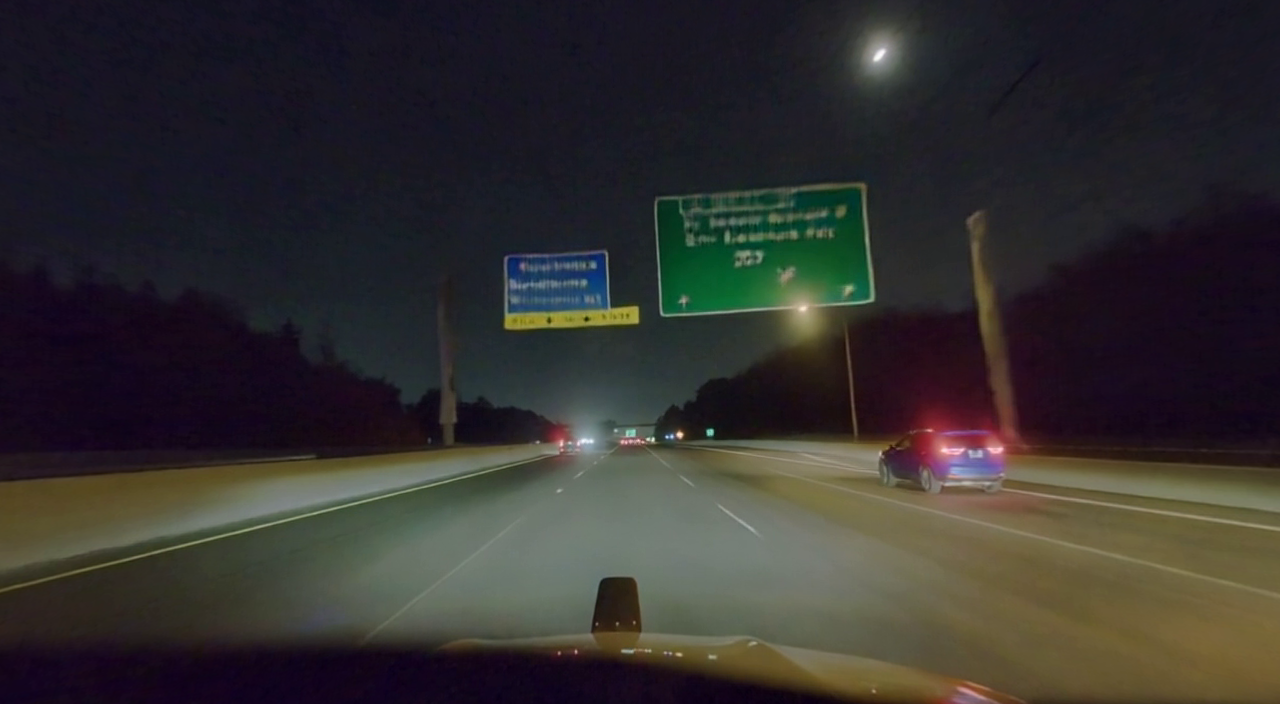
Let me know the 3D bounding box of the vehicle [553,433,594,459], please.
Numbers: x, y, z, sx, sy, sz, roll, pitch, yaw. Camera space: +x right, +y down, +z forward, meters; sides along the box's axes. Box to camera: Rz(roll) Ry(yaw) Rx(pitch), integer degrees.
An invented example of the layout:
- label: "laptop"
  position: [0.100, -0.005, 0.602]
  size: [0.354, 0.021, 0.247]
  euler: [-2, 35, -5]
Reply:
- label: "vehicle"
  position: [-3.919, 5.573, 37.575]
  size: [2.032, 1.465, 4.316]
  euler: [0, -8, -1]

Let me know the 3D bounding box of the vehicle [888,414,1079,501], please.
- label: "vehicle"
  position: [7.334, 2.279, 13.986]
  size: [1.956, 1.634, 3.935]
  euler: [0, -8, -1]
